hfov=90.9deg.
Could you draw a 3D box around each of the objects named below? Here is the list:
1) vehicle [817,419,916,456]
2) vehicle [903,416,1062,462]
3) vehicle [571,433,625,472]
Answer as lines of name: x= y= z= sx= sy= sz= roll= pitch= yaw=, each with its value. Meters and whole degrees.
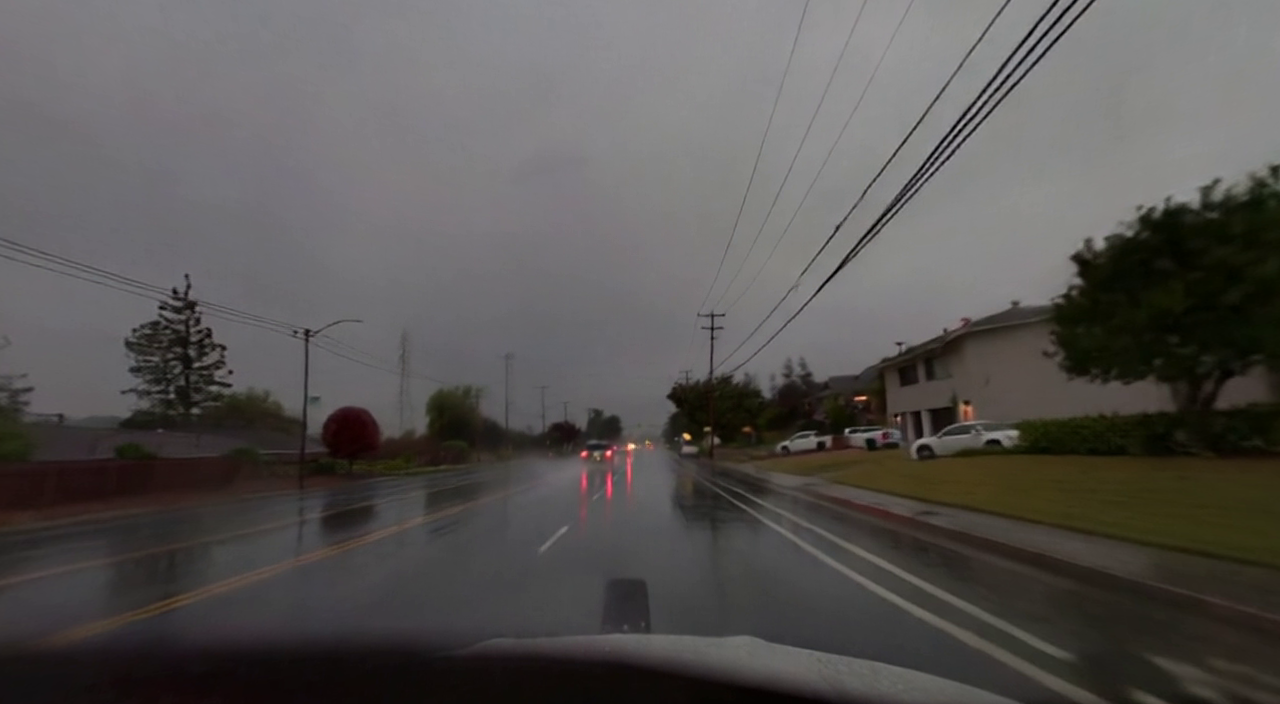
vehicle: x=12.543 y=4.769 z=35.126 sx=4.719 sy=1.553 sz=1.889 roll=-5 pitch=-8 yaw=0
vehicle: x=11.986 y=3.123 z=22.351 sx=2.212 sy=1.404 sz=4.283 roll=3 pitch=-10 yaw=-33
vehicle: x=-2.079 y=5.218 z=32.889 sx=2.327 sy=1.861 sz=4.941 roll=-1 pitch=-9 yaw=2
